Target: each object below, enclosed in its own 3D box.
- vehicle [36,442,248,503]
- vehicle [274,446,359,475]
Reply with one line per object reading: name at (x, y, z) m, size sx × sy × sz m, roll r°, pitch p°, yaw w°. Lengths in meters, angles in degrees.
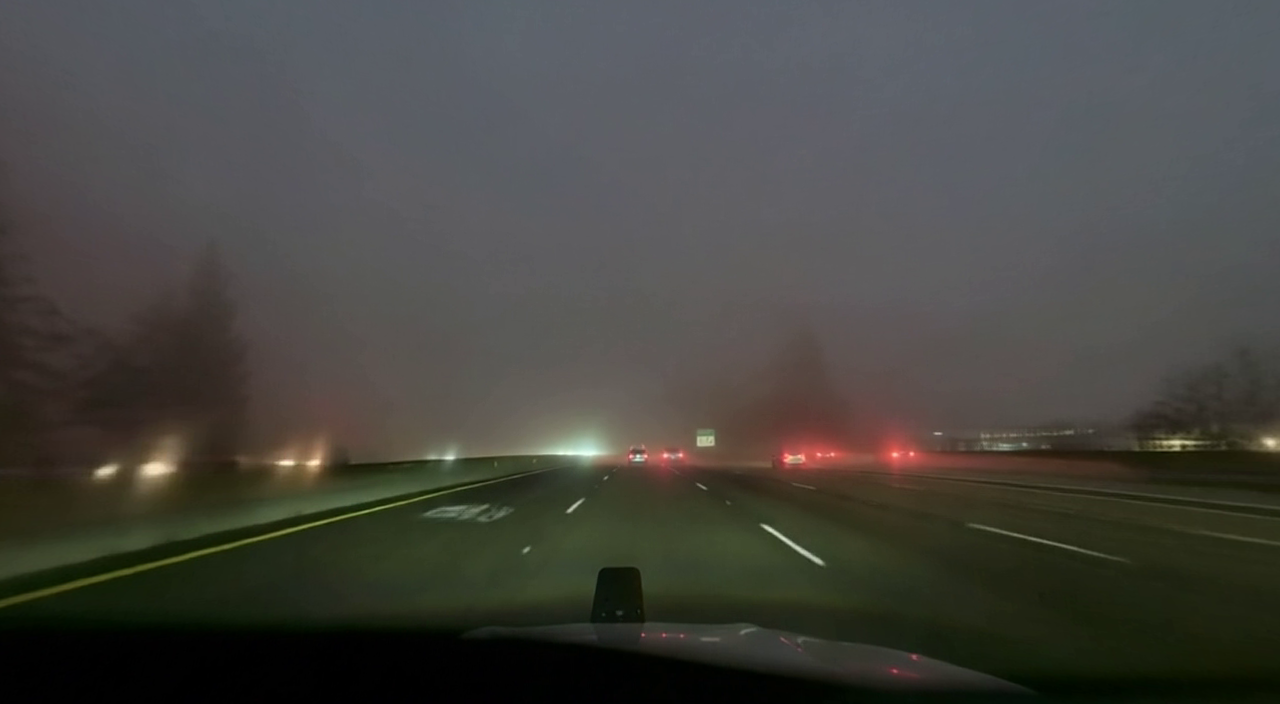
vehicle at (-14.160, 3.410, 18.510) m, size 1.990 × 1.479 × 5.124 m, roll 0°, pitch -8°, yaw 1°
vehicle at (-16.567, 5.558, 32.621) m, size 1.792 × 1.313 × 4.691 m, roll 0°, pitch -8°, yaw 2°
